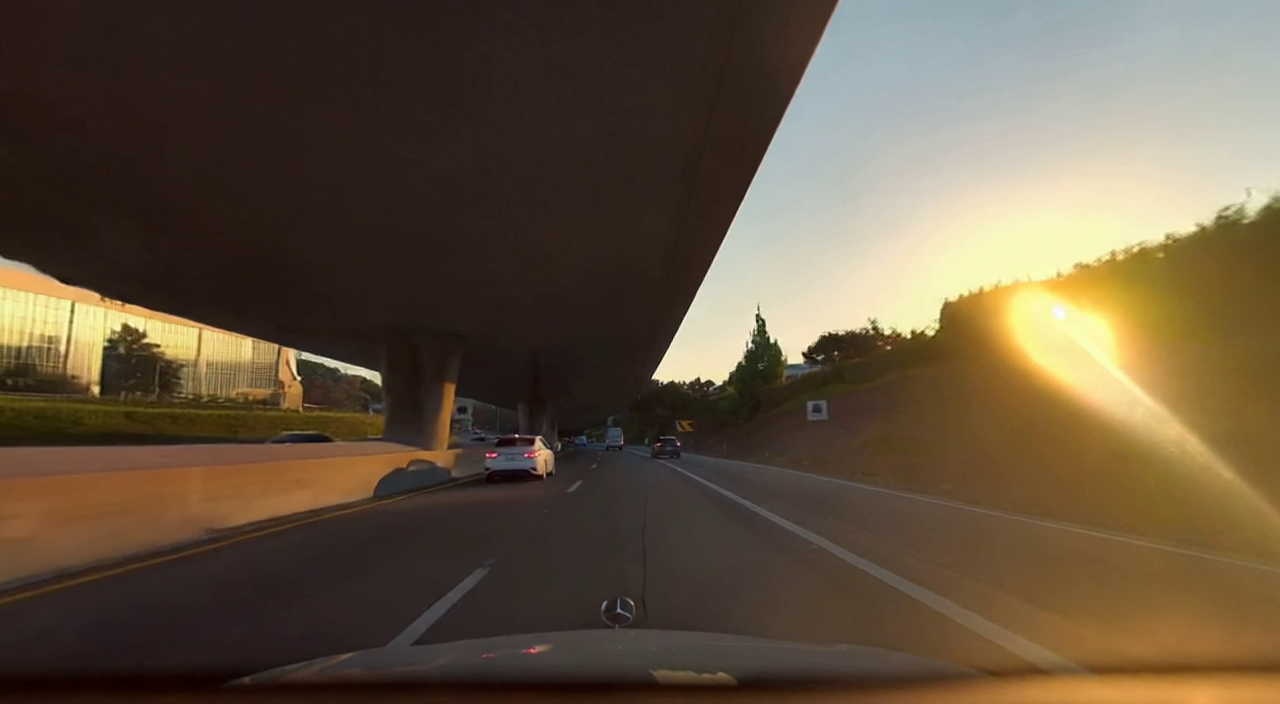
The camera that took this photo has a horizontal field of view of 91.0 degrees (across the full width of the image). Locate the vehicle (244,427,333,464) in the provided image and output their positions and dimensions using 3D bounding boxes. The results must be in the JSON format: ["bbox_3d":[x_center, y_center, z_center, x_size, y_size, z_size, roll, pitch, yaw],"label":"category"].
[{"bbox_3d":[-16.032,4.280,28.990,1.908,1.549,4.202,0,-8,-4],"label":"vehicle"}]

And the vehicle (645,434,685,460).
[{"bbox_3d":[1.628,6.346,42.175,2.078,1.608,3.982,0,-8,-6],"label":"vehicle"}]

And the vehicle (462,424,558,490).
[{"bbox_3d":[-3.744,3.103,19.006,2.080,1.733,4.410,0,-8,-2],"label":"vehicle"}]
